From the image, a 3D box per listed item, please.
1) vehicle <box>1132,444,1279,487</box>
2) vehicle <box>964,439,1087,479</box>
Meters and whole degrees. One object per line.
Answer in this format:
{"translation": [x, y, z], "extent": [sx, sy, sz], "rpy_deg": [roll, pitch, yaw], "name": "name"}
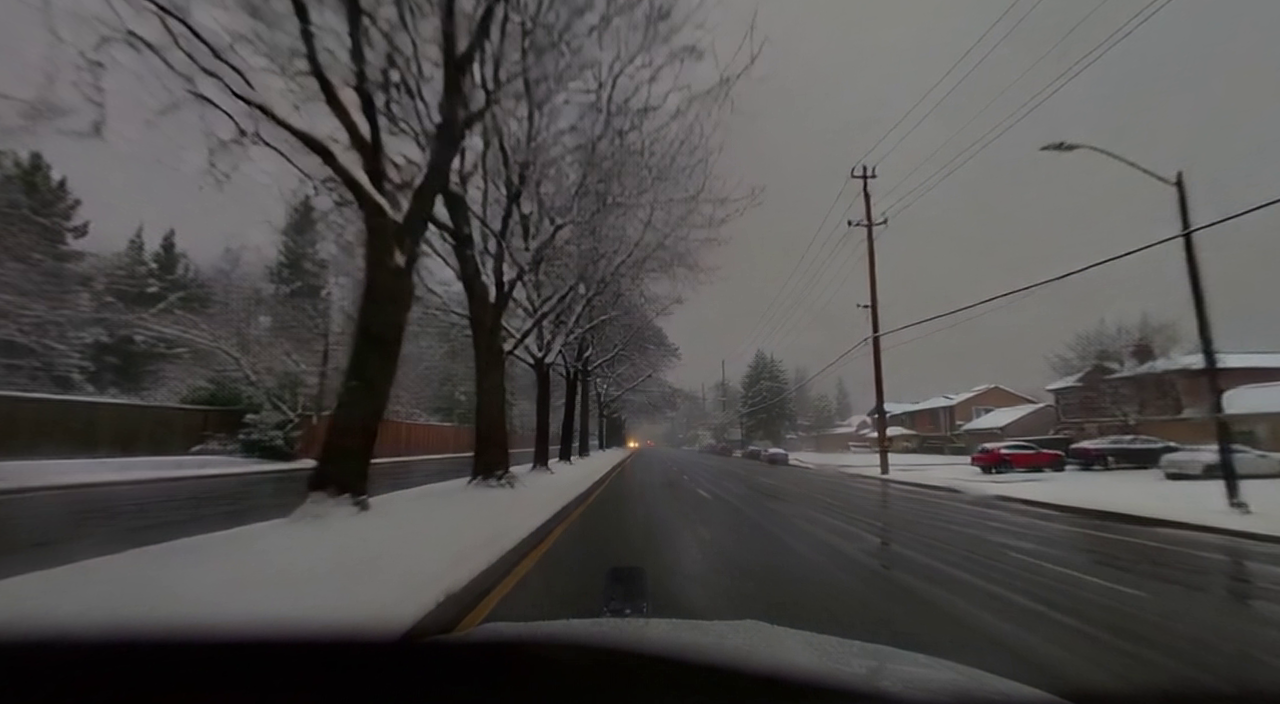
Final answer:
{"translation": [22.619, 4.460, 25.094], "extent": [4.170, 1.598, 2.010], "rpy_deg": [-2, -9, 12], "name": "vehicle"}
{"translation": [19.212, 5.336, 31.625], "extent": [4.655, 1.921, 2.231], "rpy_deg": [0, -8, 0], "name": "vehicle"}
